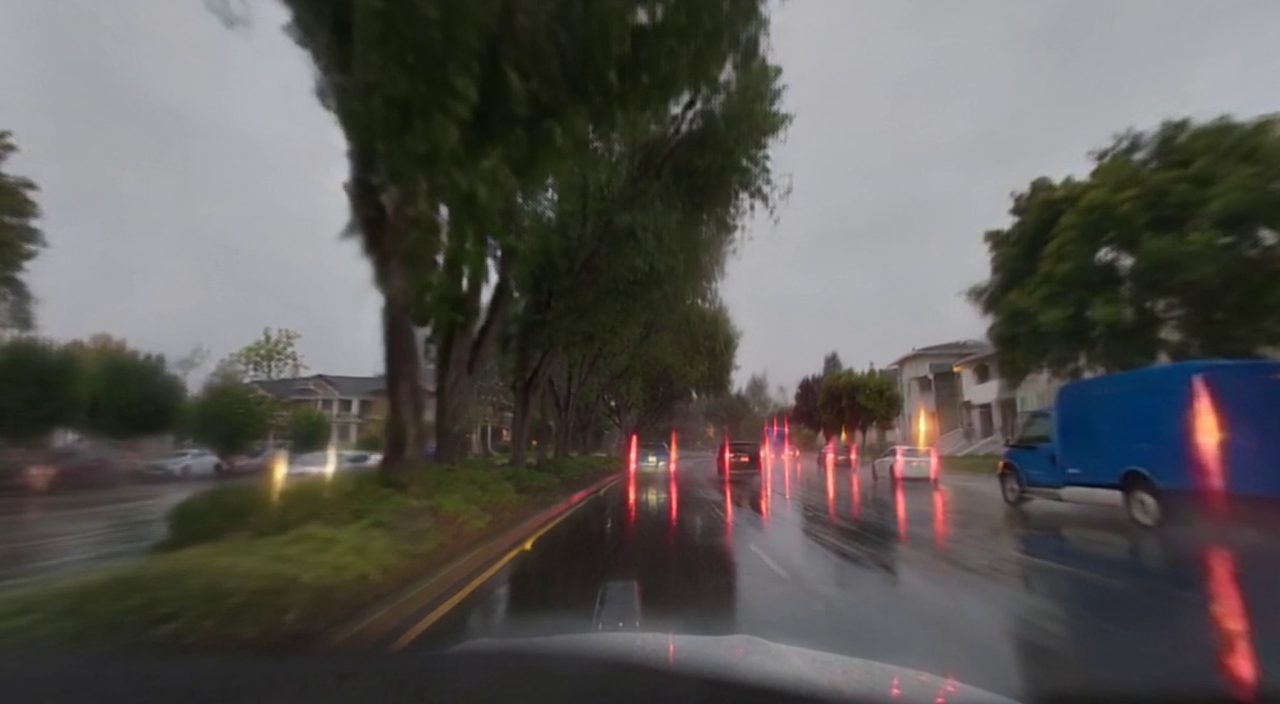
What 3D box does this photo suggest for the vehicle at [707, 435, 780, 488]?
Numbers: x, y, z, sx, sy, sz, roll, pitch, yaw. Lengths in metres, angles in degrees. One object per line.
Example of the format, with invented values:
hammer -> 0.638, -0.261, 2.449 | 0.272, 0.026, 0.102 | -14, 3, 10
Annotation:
vehicle -> 3.823, 4.140, 24.099 | 2.033, 1.823, 4.409 | 0, -9, 0

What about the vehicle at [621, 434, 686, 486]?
vehicle -> 0.594, 4.297, 25.417 | 2.345, 1.841, 5.032 | 0, -9, 2

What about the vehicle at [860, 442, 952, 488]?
vehicle -> 11.221, 4.745, 27.077 | 2.080, 1.744, 4.889 | 0, -8, 4

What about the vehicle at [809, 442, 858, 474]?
vehicle -> 11.986, 6.599, 39.513 | 1.938, 1.860, 4.690 | -1, -9, 5

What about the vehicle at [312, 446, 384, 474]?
vehicle -> -17.666, 6.585, 38.468 | 2.023, 1.561, 4.497 | -3, -10, 3

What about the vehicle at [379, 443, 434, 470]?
vehicle -> -16.836, 7.546, 45.774 | 2.175, 1.819, 4.703 | 0, -8, 0

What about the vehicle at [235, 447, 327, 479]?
vehicle -> -18.213, 5.729, 32.339 | 1.849, 1.455, 4.606 | -2, -11, 3

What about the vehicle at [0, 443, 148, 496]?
vehicle -> -18.674, 3.778, 20.519 | 1.845, 1.512, 4.316 | -2, -9, 1

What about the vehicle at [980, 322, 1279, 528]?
vehicle -> 10.953, 1.686, 13.329 | 3.705, 3.221, 6.779 | -2, -10, 1

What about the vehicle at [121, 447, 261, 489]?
vehicle -> -18.414, 4.767, 26.314 | 1.951, 1.513, 5.107 | -3, -9, 2
